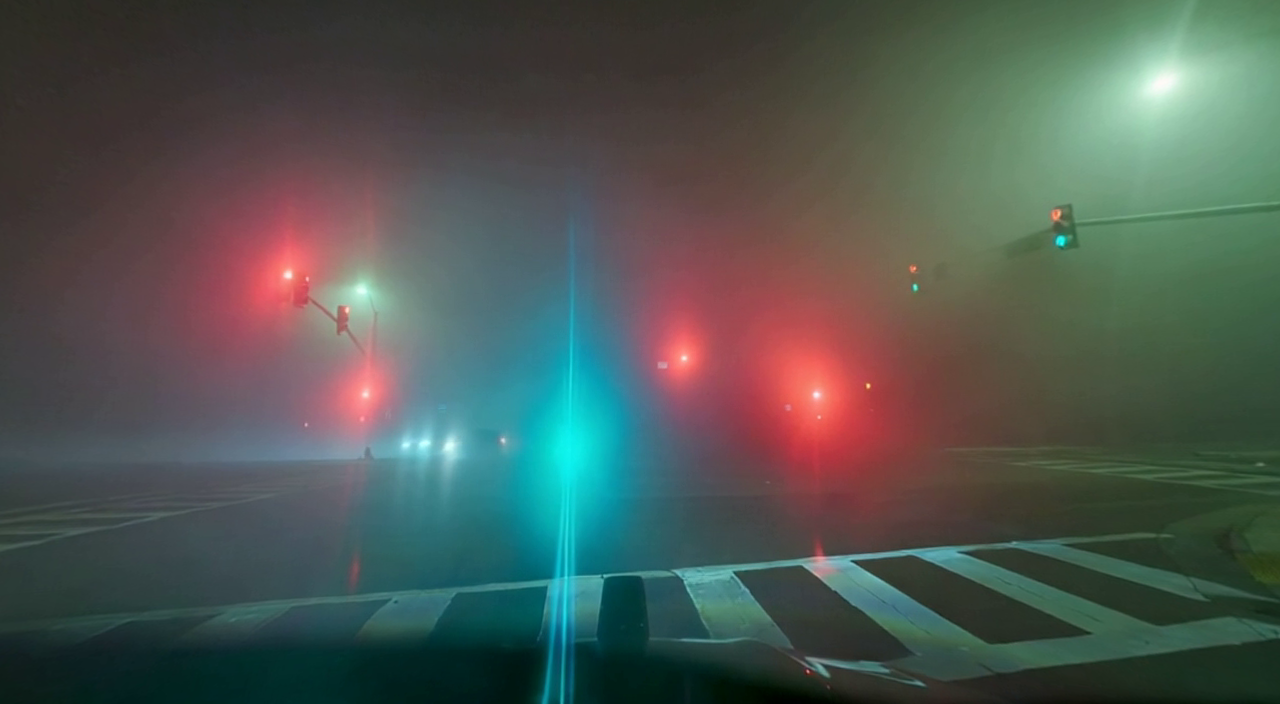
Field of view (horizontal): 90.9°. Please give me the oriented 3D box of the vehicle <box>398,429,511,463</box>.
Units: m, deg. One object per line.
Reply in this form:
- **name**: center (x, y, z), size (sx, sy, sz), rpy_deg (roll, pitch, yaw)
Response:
- **vehicle**: center (-8.057, 4.124, 27.740), size (4.510, 1.431, 1.884), rpy_deg (1, -9, -9)

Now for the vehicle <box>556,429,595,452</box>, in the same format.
- **vehicle**: center (-4.392, 6.164, 43.762), size (1.919, 1.467, 4.086), rpy_deg (-1, -9, 5)
